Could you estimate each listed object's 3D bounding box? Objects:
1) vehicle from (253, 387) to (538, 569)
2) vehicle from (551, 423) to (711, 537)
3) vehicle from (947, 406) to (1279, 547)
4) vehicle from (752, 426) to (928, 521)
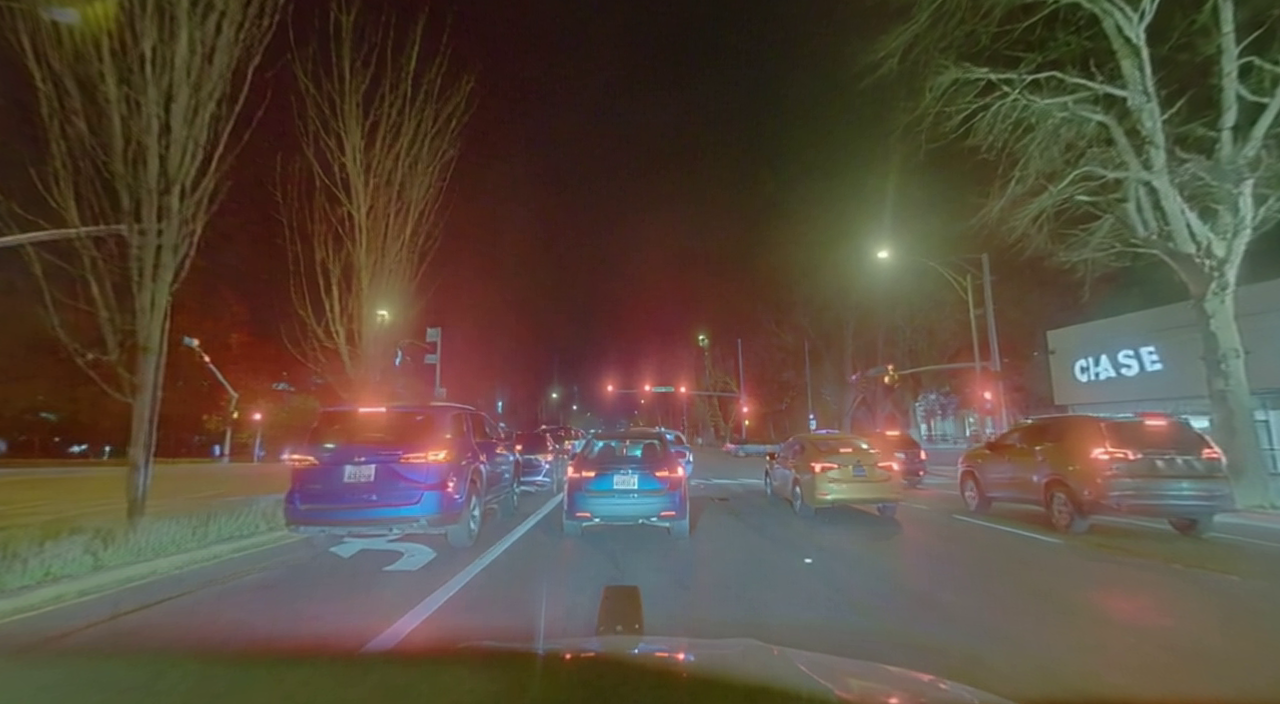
[{"bbox_3d":[-2.854,1.618,8.826,2.064,1.825,4.760,0,-8,0],"label":"vehicle"},{"bbox_3d":[-0.153,1.974,10.328,2.097,1.480,4.006,0,-8,-1],"label":"vehicle"},{"bbox_3d":[7.247,1.894,10.254,2.068,1.731,4.752,0,-8,-1],"label":"vehicle"},{"bbox_3d":[3.575,2.256,12.282,1.861,1.473,4.393,0,-8,-2],"label":"vehicle"}]
